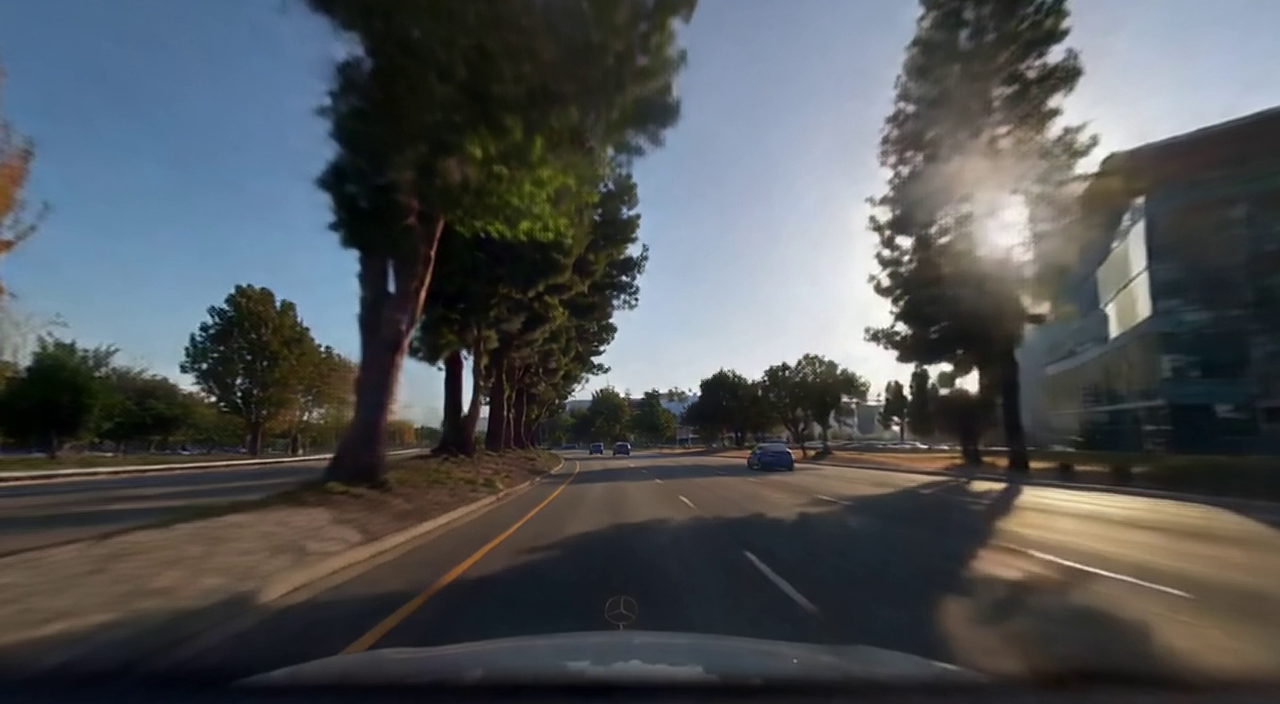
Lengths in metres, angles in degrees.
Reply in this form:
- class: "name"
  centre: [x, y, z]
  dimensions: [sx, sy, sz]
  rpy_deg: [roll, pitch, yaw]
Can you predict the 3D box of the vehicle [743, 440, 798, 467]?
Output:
- class: "vehicle"
  centre: [7.566, 5.925, 37.002]
  dimensions: [1.908, 1.483, 4.474]
  rpy_deg: [1, -9, -6]
